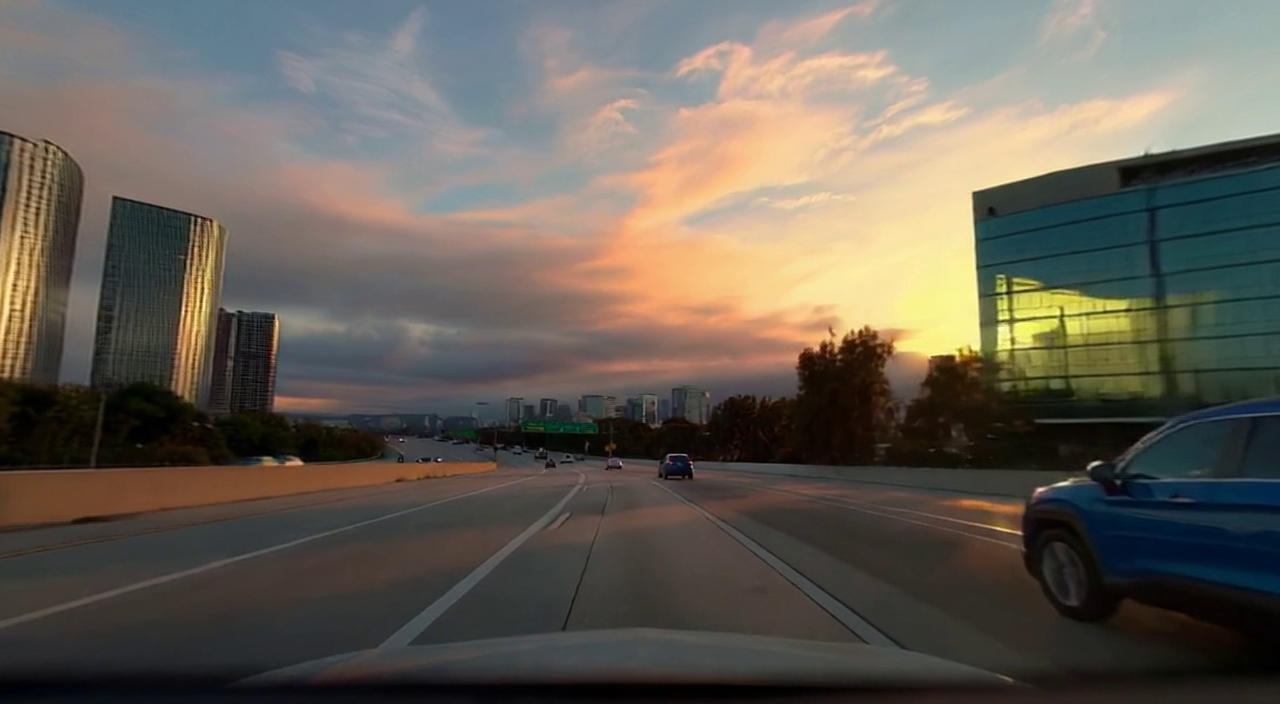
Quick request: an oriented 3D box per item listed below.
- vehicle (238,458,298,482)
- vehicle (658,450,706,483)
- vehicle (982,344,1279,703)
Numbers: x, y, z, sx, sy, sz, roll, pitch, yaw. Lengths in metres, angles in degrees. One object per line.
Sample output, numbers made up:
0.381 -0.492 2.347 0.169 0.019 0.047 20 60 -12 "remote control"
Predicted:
-27.370 8.668 46.664 1.985 1.598 4.576 0 -9 -4 "vehicle"
2.395 6.727 37.556 2.110 1.780 4.682 0 -9 -5 "vehicle"
4.162 0.922 3.313 2.182 1.826 4.392 0 -8 -1 "vehicle"
